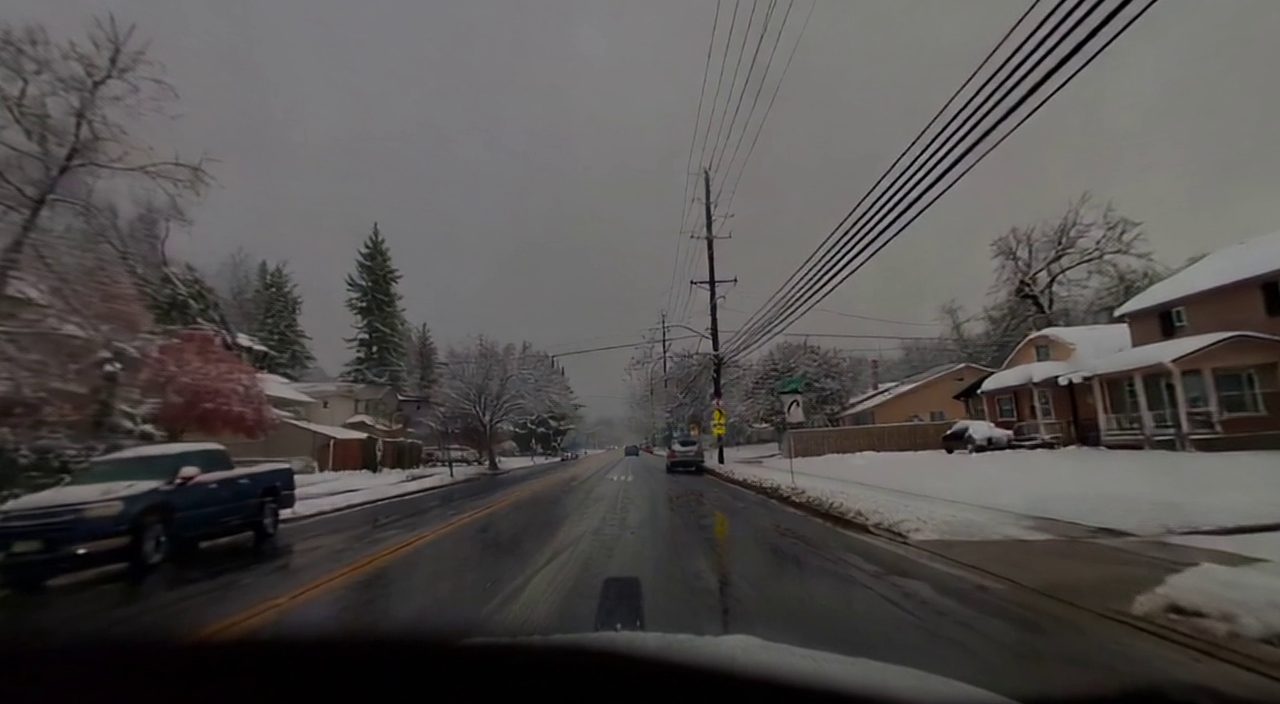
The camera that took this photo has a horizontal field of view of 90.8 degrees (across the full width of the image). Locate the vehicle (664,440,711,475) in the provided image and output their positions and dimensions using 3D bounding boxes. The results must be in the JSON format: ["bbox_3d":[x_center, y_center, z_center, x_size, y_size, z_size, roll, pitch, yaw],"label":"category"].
[{"bbox_3d":[2.422,5.502,33.221,1.971,1.710,4.210,0,-9,-2],"label":"vehicle"}]

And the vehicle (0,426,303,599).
[{"bbox_3d":[-7.151,2.146,9.132,2.135,1.787,4.452,-4,-9,0],"label":"vehicle"}]

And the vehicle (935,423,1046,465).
[{"bbox_3d":[13.934,3.680,25.237,3.645,1.532,1.806,-5,-10,29],"label":"vehicle"}]
